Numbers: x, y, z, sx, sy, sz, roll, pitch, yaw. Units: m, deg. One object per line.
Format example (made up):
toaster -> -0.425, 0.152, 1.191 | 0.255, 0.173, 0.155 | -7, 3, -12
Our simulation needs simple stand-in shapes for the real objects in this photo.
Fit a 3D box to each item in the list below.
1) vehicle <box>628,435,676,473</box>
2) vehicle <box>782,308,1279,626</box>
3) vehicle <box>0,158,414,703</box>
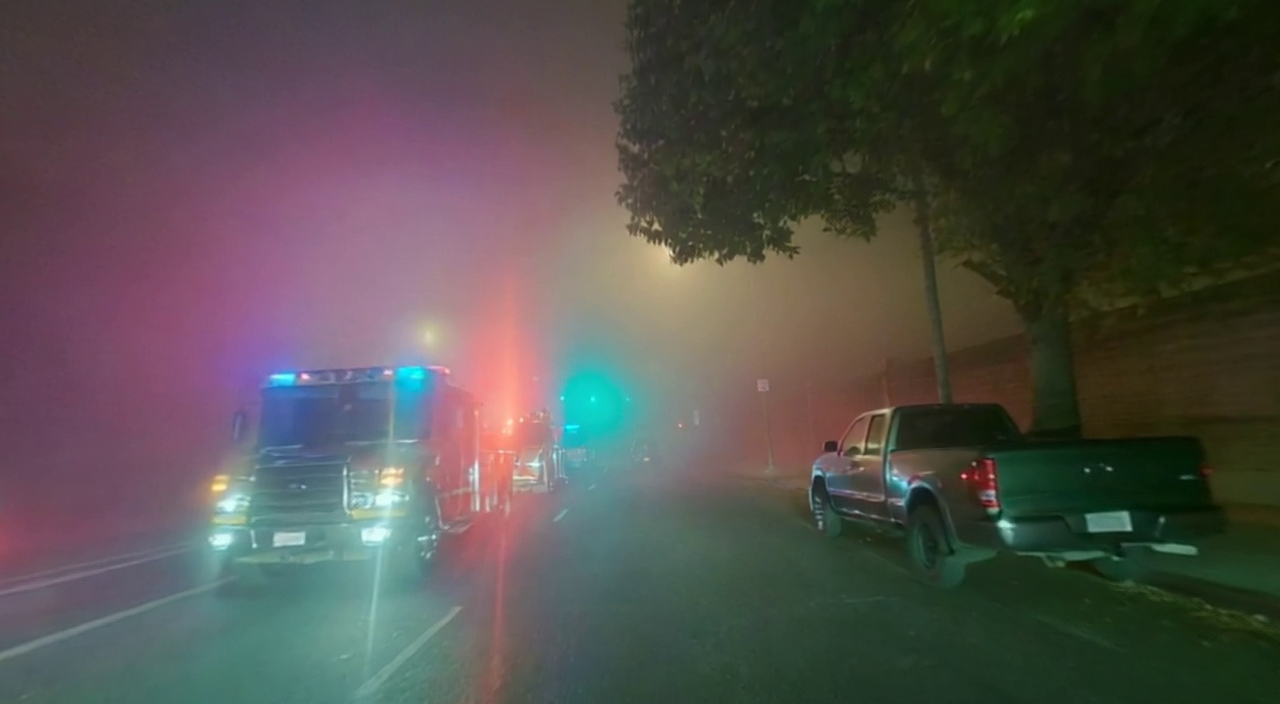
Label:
vehicle -> 0.550, 5.410, 33.712 | 2.332, 1.831, 4.930 | 0, -8, -2
vehicle -> 4.027, 1.237, 7.523 | 3.411, 2.429, 5.271 | 0, -9, 0
vehicle -> -2.798, 0.590, 1.816 | 2.458, 2.027, 4.831 | 0, -9, 0
